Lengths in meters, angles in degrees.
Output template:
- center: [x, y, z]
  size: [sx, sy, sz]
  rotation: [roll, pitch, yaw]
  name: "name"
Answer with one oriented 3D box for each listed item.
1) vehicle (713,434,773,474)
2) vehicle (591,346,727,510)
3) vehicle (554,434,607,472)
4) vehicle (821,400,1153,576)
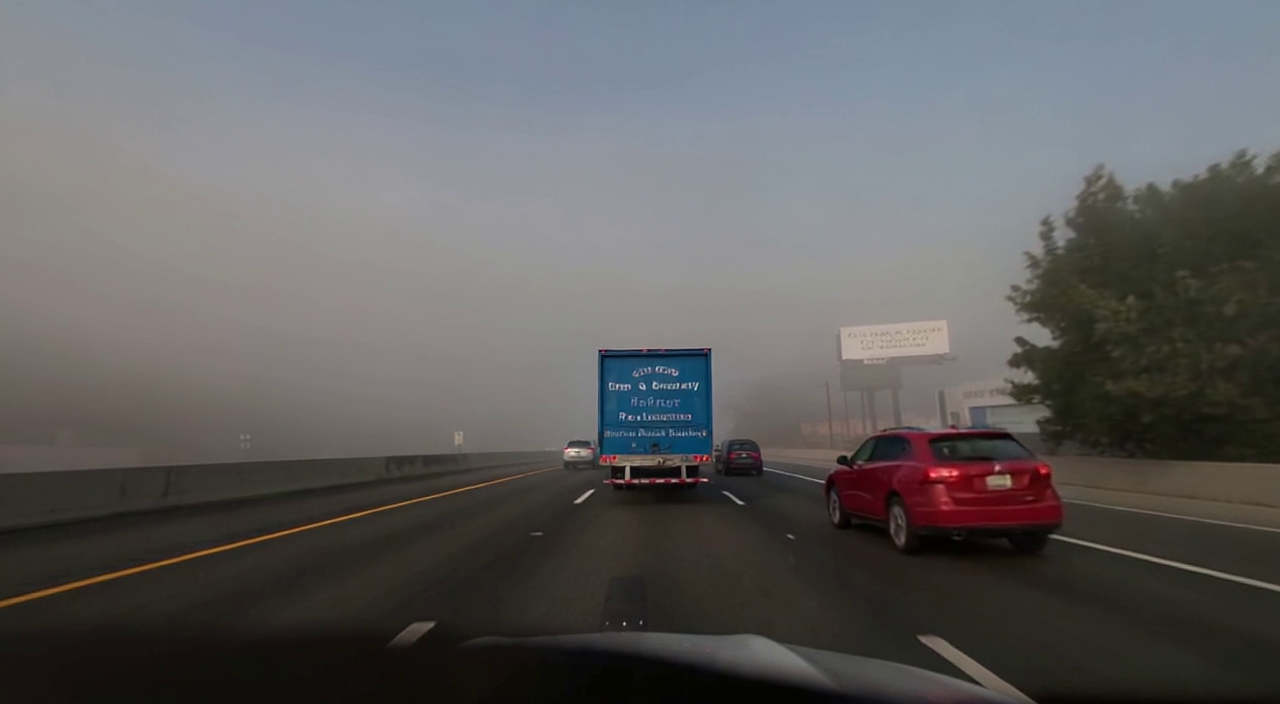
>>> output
- center: [4.704, 4.717, 29.443]
  size: [2.066, 1.692, 4.339]
  rotation: [0, -8, 0]
  name: "vehicle"
- center: [0.442, 2.124, 17.109]
  size: [2.733, 3.296, 8.571]
  rotation: [-1, -8, 1]
  name: "vehicle"
- center: [-2.892, 5.029, 31.646]
  size: [2.030, 1.757, 4.509]
  rotation: [-1, -8, 3]
  name: "vehicle"
- center: [4.062, 1.649, 8.456]
  size: [1.986, 1.718, 4.296]
  rotation: [0, -8, 0]
  name: "vehicle"
